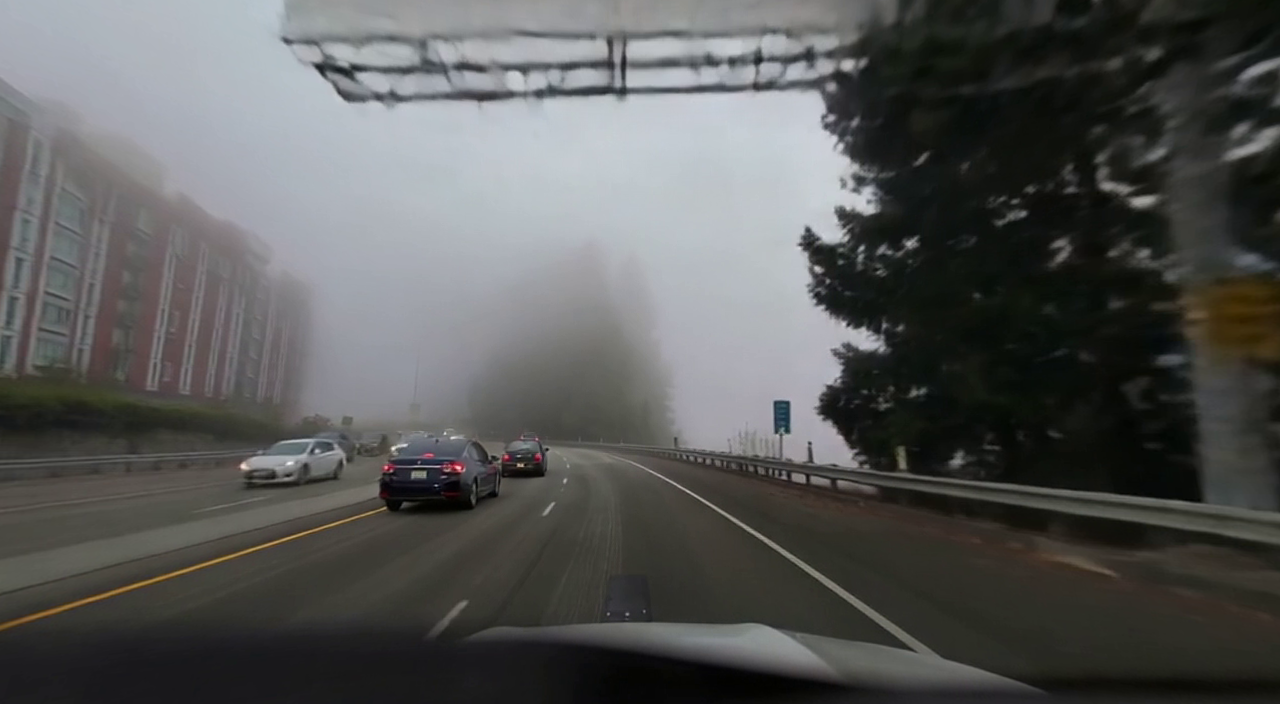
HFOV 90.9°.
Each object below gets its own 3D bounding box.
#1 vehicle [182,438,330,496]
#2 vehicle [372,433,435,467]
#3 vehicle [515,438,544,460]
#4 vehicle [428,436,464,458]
[{"bbox_3d":[-10.931,3.266,18.350,1.902,1.468,4.103,0,-8,-4],"label":"vehicle"},{"bbox_3d":[-12.702,5.280,34.186,2.028,1.675,4.870,1,-8,-6],"label":"vehicle"},{"bbox_3d":[-7.933,7.009,45.522,1.885,1.469,4.211,1,-8,-8],"label":"vehicle"},{"bbox_3d":[-14.381,7.106,46.998,1.897,1.538,4.033,1,-9,-8],"label":"vehicle"}]
